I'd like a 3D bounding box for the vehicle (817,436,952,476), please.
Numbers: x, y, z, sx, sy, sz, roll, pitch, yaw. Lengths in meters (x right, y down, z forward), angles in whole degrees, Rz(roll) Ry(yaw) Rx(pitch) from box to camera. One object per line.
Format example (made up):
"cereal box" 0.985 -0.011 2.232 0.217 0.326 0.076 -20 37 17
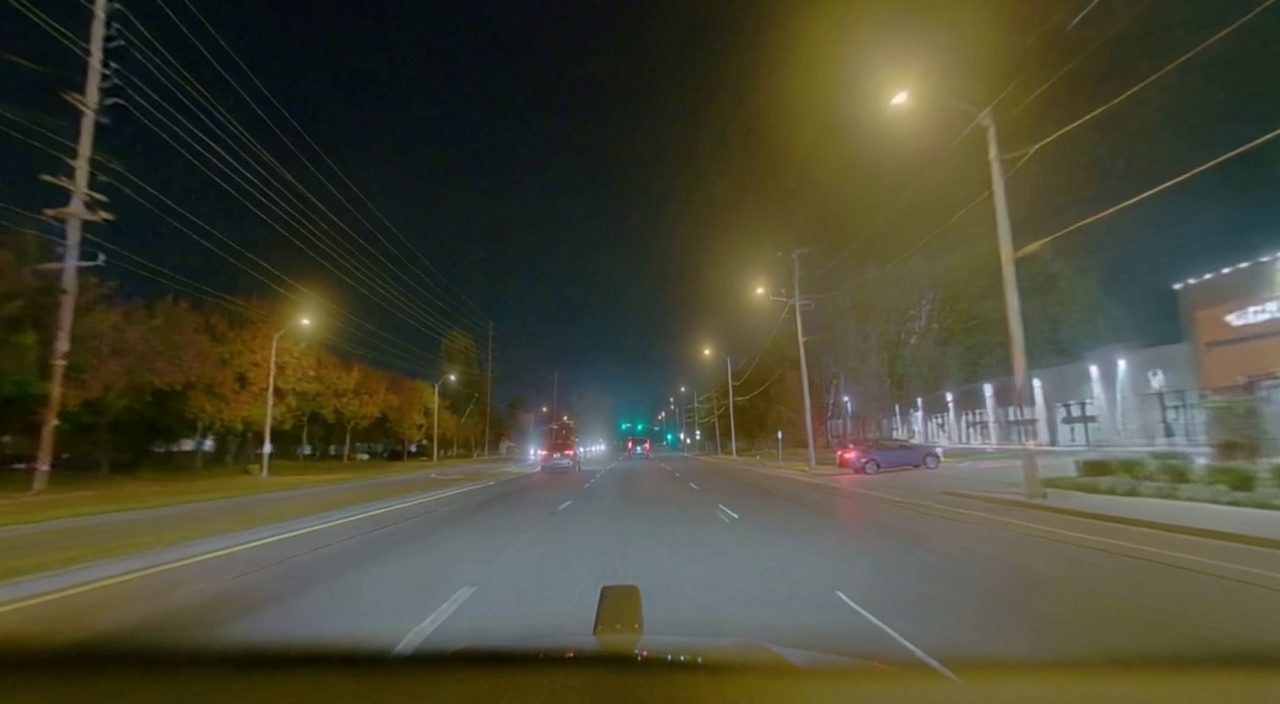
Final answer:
"vehicle" 10.338 4.424 26.851 4.885 1.576 2.024 1 -9 -6

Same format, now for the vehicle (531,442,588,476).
"vehicle" -3.637 4.925 29.327 2.076 1.444 4.328 0 -8 0
